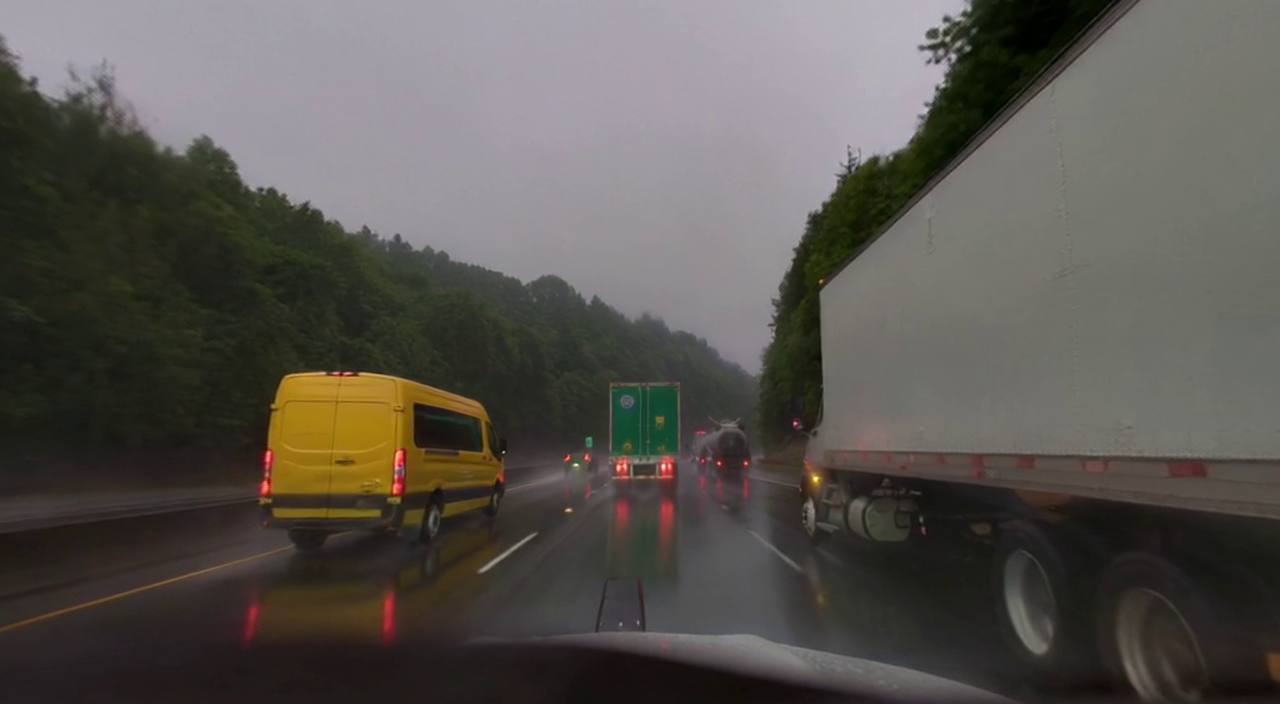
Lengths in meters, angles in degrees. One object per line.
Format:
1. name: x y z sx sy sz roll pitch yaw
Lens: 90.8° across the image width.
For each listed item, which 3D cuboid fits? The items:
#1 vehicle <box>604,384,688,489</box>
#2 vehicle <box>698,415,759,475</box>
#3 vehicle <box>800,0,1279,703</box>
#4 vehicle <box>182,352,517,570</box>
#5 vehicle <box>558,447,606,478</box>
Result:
1. vehicle: 0.129 3.544 25.647 2.773 3.455 9.118 0 -9 -1
2. vehicle: 5.685 6.357 42.677 2.706 3.500 11.483 0 -9 1
3. vehicle: 4.341 -0.009 4.722 3.139 4.152 11.915 0 -9 0
4. vehicle: -4.039 1.768 10.650 2.525 2.572 6.260 0 -9 1
5. vehicle: -3.247 6.279 36.085 2.134 1.652 4.439 0 -9 3
